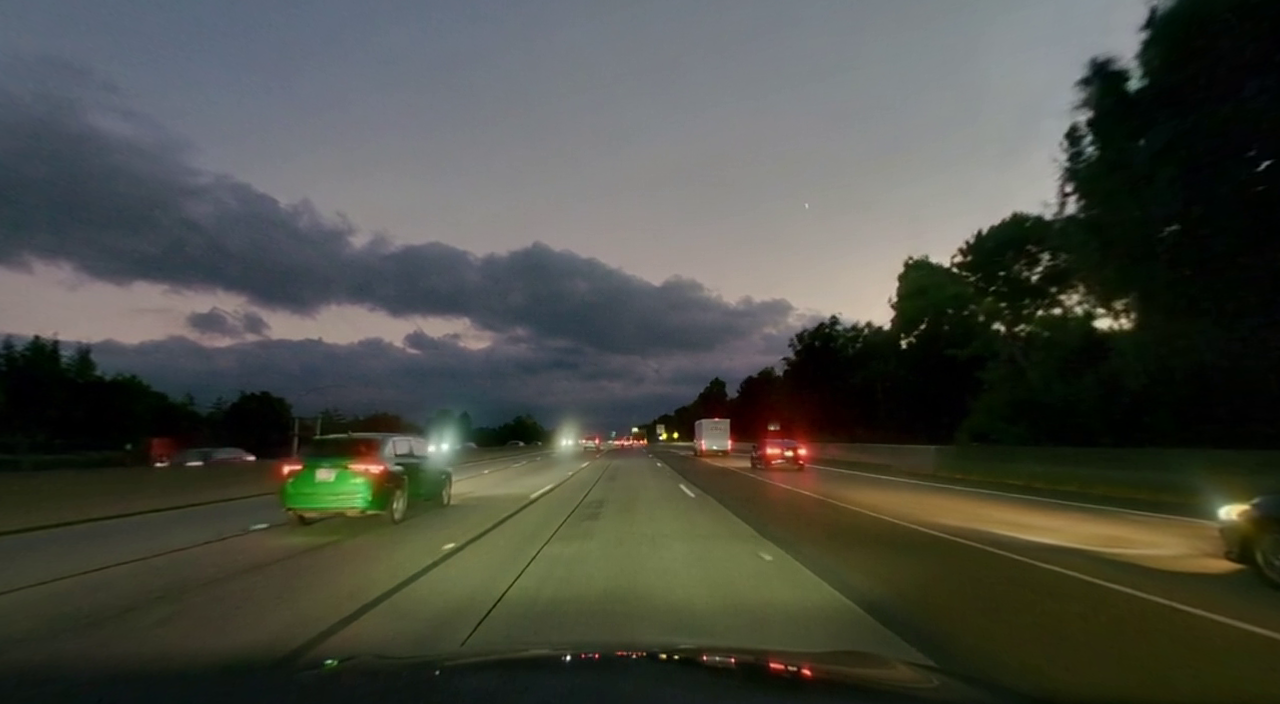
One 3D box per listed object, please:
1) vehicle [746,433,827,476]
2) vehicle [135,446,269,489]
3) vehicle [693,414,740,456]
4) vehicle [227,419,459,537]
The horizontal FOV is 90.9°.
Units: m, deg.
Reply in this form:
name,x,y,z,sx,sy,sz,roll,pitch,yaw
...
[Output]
name,x,y,z,sx,sy,sz,roll,pitch,yaw
vehicle,5.237,3.691,23.062,1.920,1.436,3.890,0,-8,-2
vehicle,-16.879,4.447,24.637,1.970,1.434,4.624,0,-8,-1
vehicle,5.480,6.062,45.989,2.588,2.910,5.511,0,-8,-2
vehicle,-4.536,1.954,10.420,1.966,1.570,3.859,0,-8,-1
